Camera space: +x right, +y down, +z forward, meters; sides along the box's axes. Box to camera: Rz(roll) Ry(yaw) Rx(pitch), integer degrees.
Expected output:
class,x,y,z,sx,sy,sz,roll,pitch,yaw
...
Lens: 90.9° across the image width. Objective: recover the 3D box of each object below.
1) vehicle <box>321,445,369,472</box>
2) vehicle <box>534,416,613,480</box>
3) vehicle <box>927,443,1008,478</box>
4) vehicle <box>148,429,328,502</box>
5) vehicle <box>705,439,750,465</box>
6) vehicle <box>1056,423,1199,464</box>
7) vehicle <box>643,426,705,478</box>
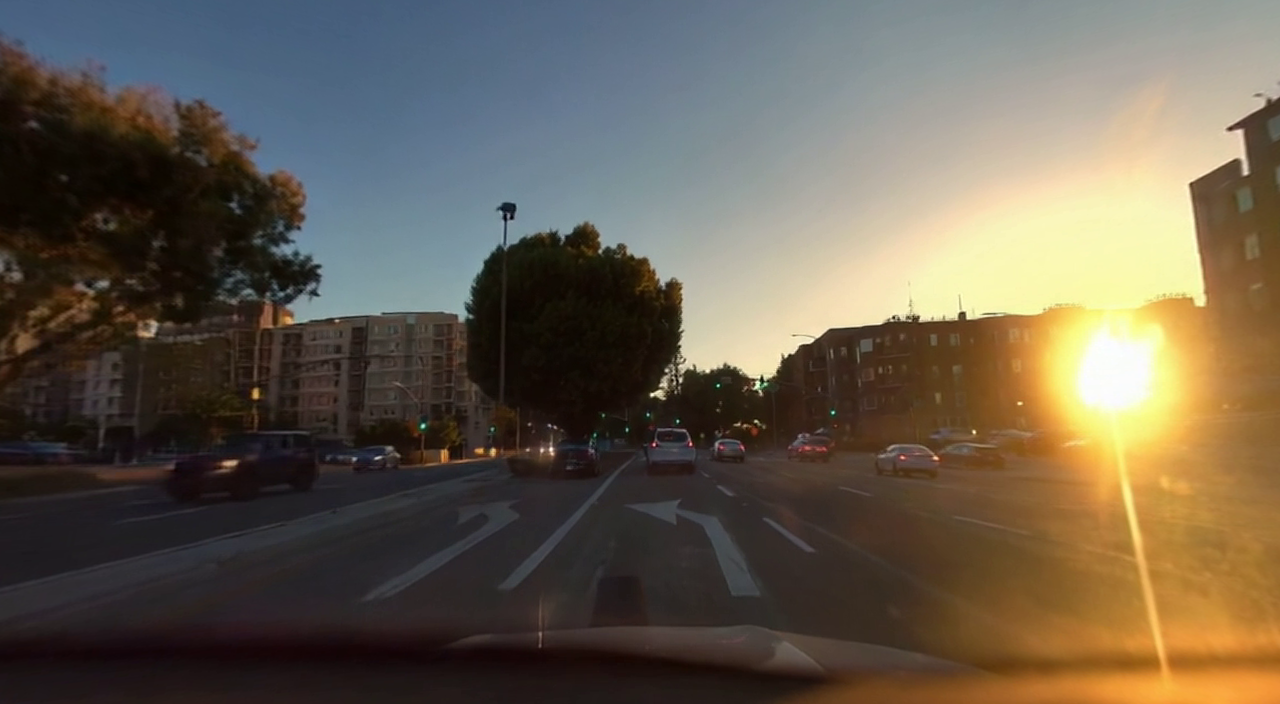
class,x,y,z,sx,sy,sz,roll,pitch,yaw
vehicle,-17.984,6.423,38.321,1.993,1.462,4.586,5,-10,-32
vehicle,-2.364,3.637,23.984,2.396,2.143,4.824,0,-8,1
vehicle,14.855,4.907,28.855,1.706,1.474,3.761,0,-8,1
vehicle,-11.102,3.145,17.948,2.098,1.760,4.654,0,-8,-1
vehicle,5.307,6.121,38.783,2.075,1.486,4.316,0,-8,0
vehicle,23.824,4.520,31.013,5.050,1.756,2.206,-2,-9,2
vehicle,1.233,3.899,24.753,2.222,1.841,4.031,0,-8,0
